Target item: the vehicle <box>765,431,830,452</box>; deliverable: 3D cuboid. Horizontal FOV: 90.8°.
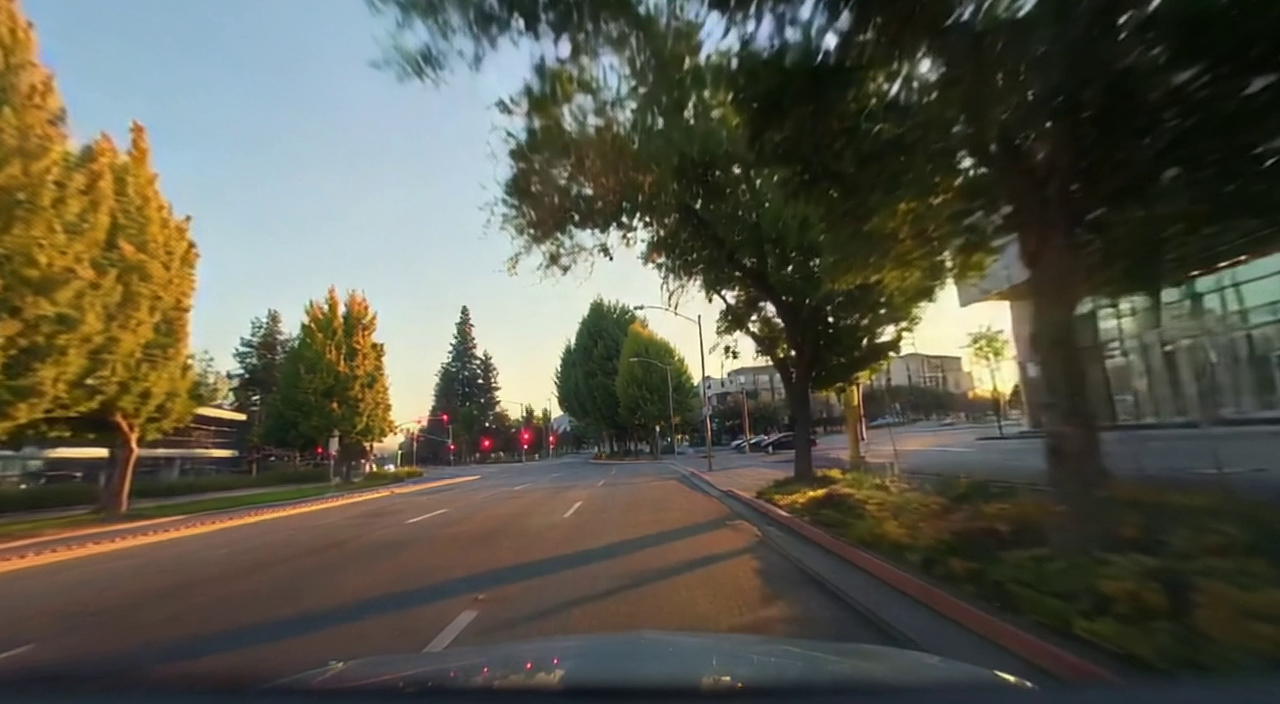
[{"bbox_3d":[12.080,6.899,48.560,4.332,1.581,2.028,1,-8,-10],"label":"vehicle"}]
